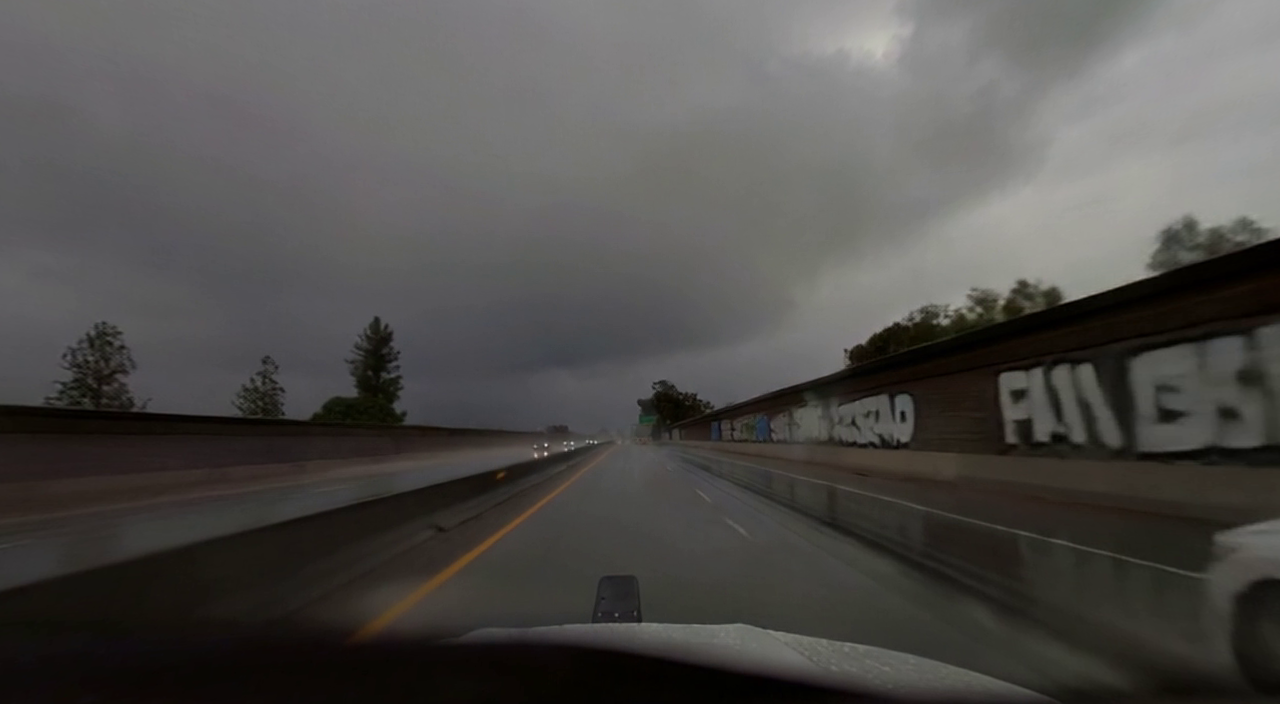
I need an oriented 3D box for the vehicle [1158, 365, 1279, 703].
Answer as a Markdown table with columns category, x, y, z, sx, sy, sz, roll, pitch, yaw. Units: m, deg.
| category | x | y | z | sx | sy | sz | roll | pitch | yaw |
| --- | --- | --- | --- | --- | --- | --- | --- | --- | --- |
| vehicle | 3.540 | 0.663 | 1.266 | 1.841 | 1.556 | 3.618 | 0 | -8 | -1 |
